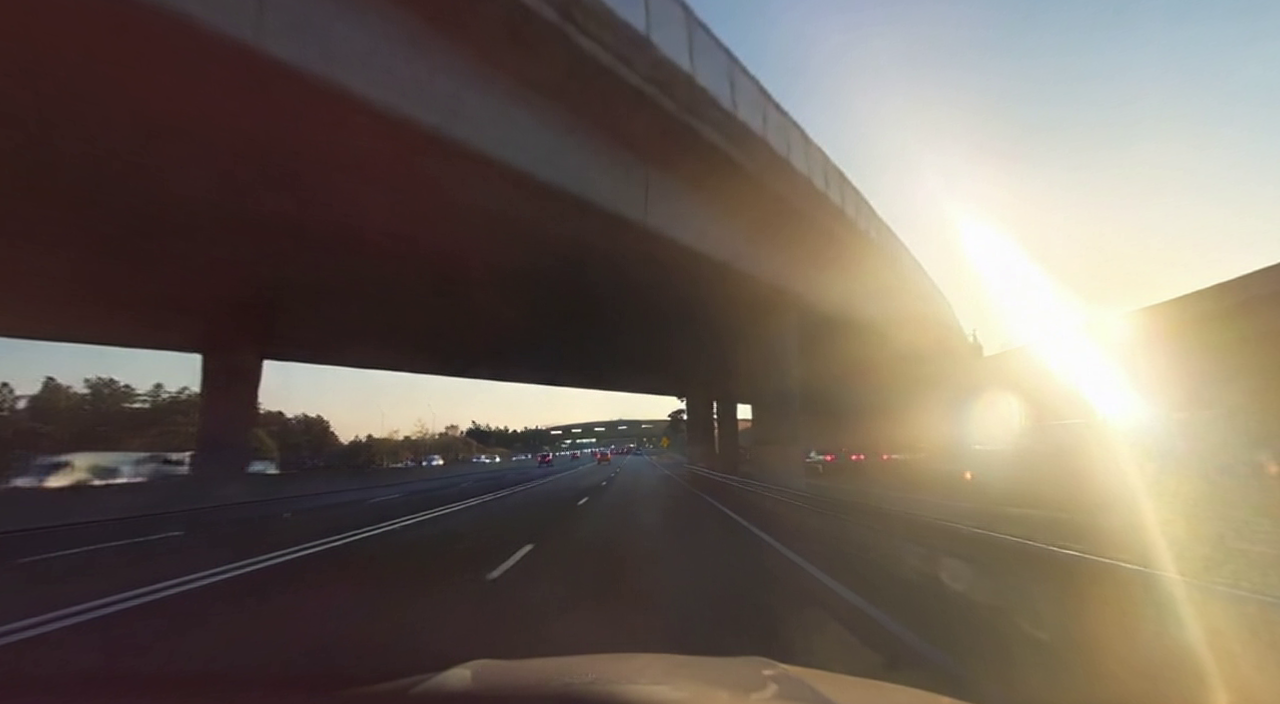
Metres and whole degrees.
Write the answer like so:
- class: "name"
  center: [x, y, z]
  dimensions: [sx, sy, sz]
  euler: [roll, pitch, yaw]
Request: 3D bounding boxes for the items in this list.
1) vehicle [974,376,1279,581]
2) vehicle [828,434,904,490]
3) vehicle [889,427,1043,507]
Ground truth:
- class: "vehicle"
  center: [12.807, 3.008, 15.905]
  dimensions: [2.941, 3.578, 10.624]
  euler: [1, -9, 0]
- class: "vehicle"
  center: [15.838, 7.740, 44.990]
  dimensions: [2.391, 3.553, 8.914]
  euler: [0, -9, 2]
- class: "vehicle"
  center: [15.919, 5.706, 31.863]
  dimensions: [2.752, 3.433, 9.030]
  euler: [0, -9, -1]
